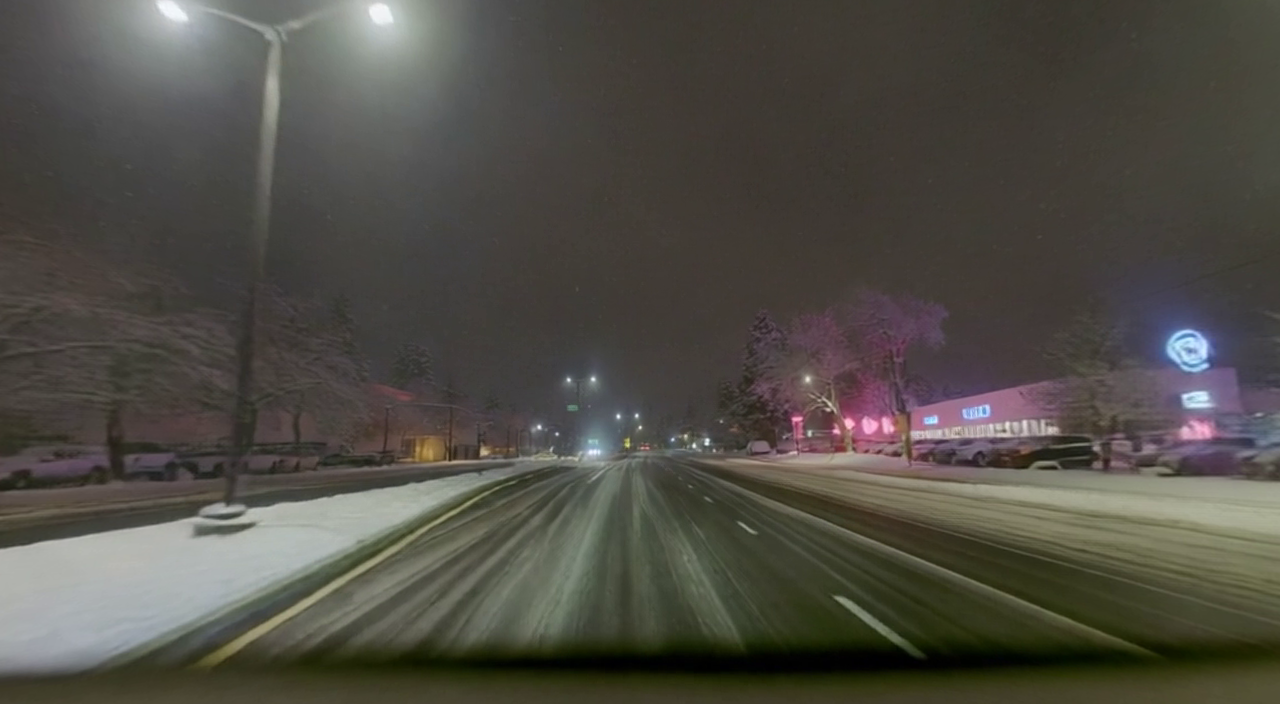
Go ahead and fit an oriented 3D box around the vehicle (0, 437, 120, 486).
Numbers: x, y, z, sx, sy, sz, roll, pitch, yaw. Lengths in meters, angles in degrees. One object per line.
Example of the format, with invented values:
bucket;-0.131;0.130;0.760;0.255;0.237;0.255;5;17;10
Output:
vehicle;-25.454;4.615;26.439;5.442;1.851;2.152;-2;-9;1

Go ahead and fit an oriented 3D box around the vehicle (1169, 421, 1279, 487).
vehicle;20.261;3.176;19.749;5.392;1.923;2.156;0;-9;0
